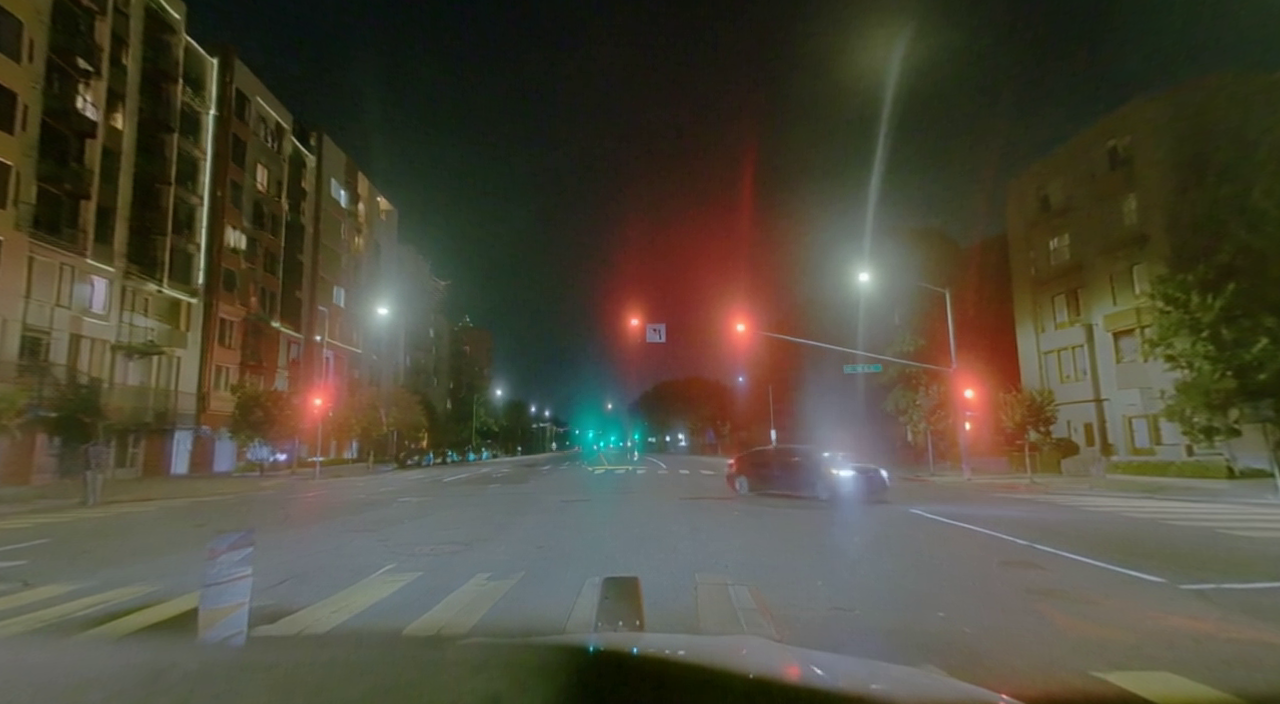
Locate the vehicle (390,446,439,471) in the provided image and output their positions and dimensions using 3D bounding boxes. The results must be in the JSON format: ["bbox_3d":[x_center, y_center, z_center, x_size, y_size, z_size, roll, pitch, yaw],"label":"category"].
[{"bbox_3d":[-16.495,7.809,46.442,2.075,1.708,4.335,0,-8,-1],"label":"vehicle"}]

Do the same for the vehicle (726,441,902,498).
[{"bbox_3d":[4.961,3.387,18.677,1.933,1.460,4.683,7,-11,-40],"label":"vehicle"}]
